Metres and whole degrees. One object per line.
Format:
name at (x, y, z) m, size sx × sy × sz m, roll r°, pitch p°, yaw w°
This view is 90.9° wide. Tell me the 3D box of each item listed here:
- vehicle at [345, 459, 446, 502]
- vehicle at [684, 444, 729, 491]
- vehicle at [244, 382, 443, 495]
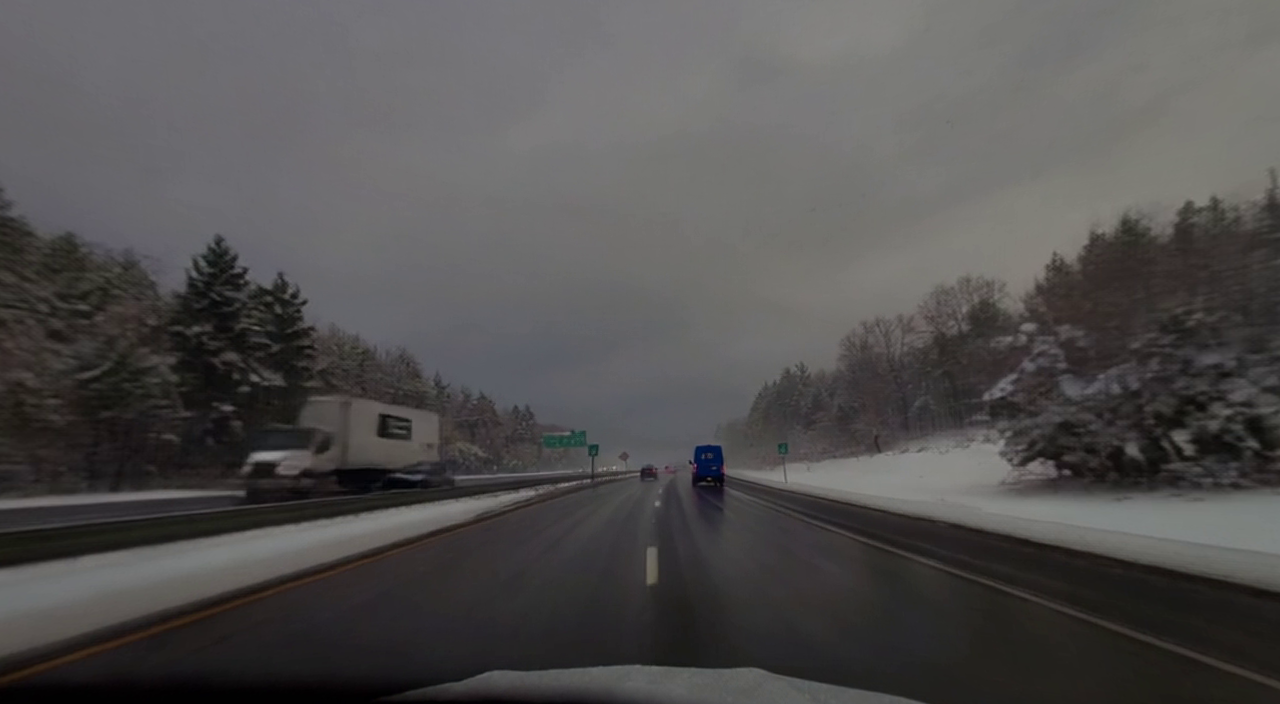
vehicle at (-9.239, 4.897, 24.185) m, size 2.075 × 1.468 × 4.118 m, roll 0°, pitch -11°, yaw 2°
vehicle at (4.013, 7.173, 39.096) m, size 2.366 × 2.595 × 5.793 m, roll 0°, pitch -11°, yaw 2°
vehicle at (-13.603, 4.547, 31.087) m, size 3.066 × 4.409 × 12.568 m, roll 0°, pitch -11°, yaw 3°
